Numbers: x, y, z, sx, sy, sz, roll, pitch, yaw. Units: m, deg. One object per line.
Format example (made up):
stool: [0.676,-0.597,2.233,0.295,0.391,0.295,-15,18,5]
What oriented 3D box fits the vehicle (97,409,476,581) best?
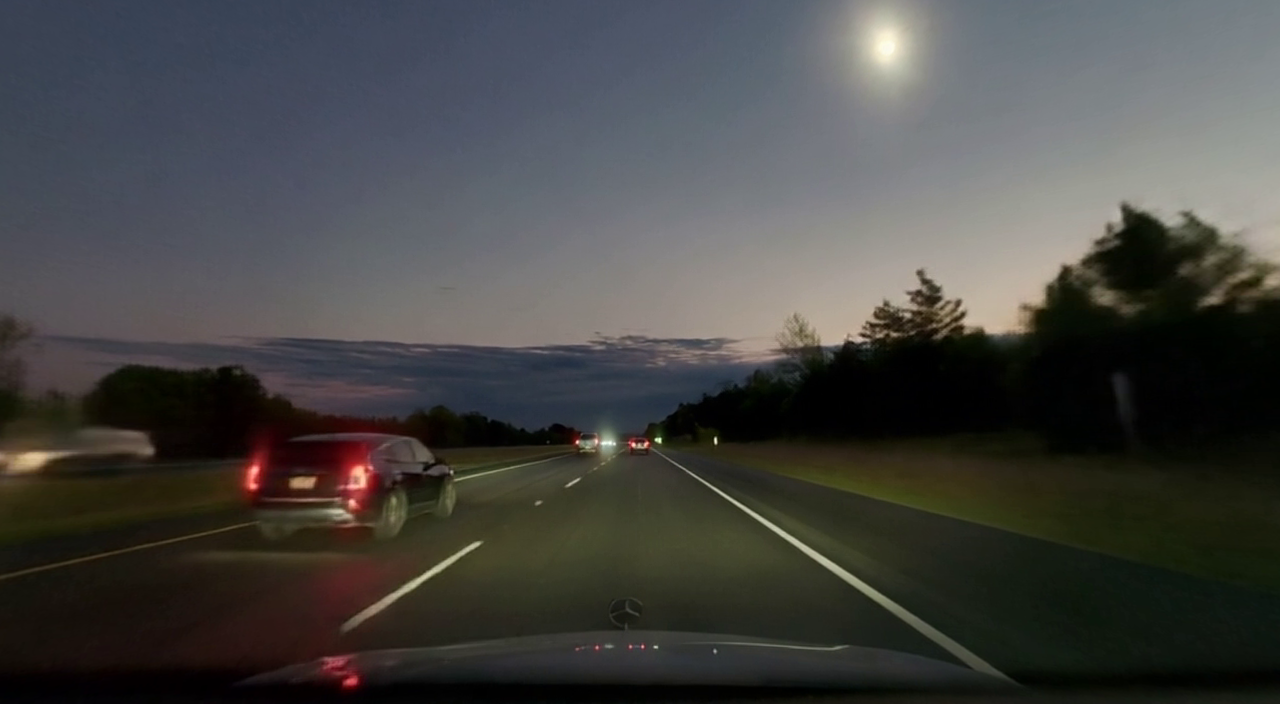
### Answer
vehicle: [-3.877,1.653,8.181,2.190,1.571,4.643,0,-8,1]
